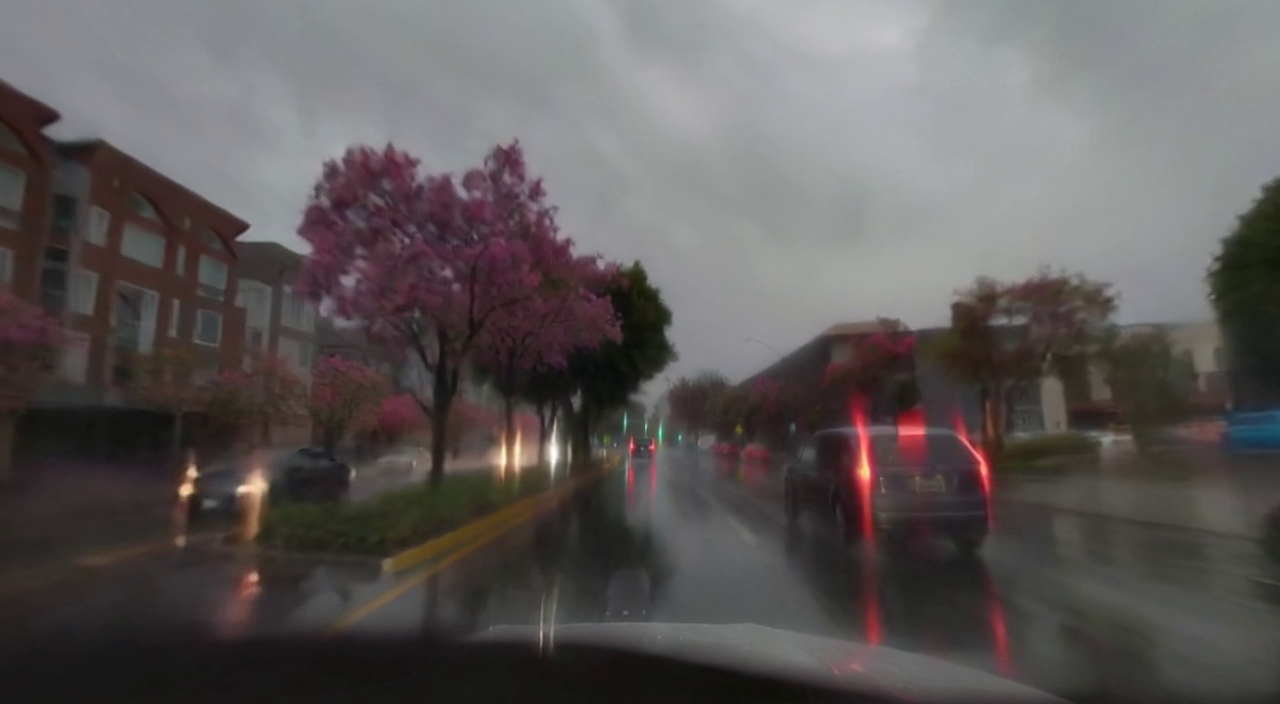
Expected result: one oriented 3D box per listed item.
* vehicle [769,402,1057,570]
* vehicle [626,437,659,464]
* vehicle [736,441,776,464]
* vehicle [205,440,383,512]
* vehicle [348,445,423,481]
[{"bbox_3d":[3.337,1.740,8.953,2.071,1.747,4.549,0,-8,1],"label":"vehicle"},{"bbox_3d":[0.227,7.068,45.367,2.244,1.813,4.129,0,-8,1],"label":"vehicle"},{"bbox_3d":[8.371,7.269,45.864,1.919,1.586,4.692,0,-8,-1],"label":"vehicle"},{"bbox_3d":[-8.140,2.919,15.345,1.931,1.491,4.026,-1,-8,2],"label":"vehicle"},{"bbox_3d":[-11.663,5.095,29.184,1.779,1.495,3.766,-1,-8,2],"label":"vehicle"}]
